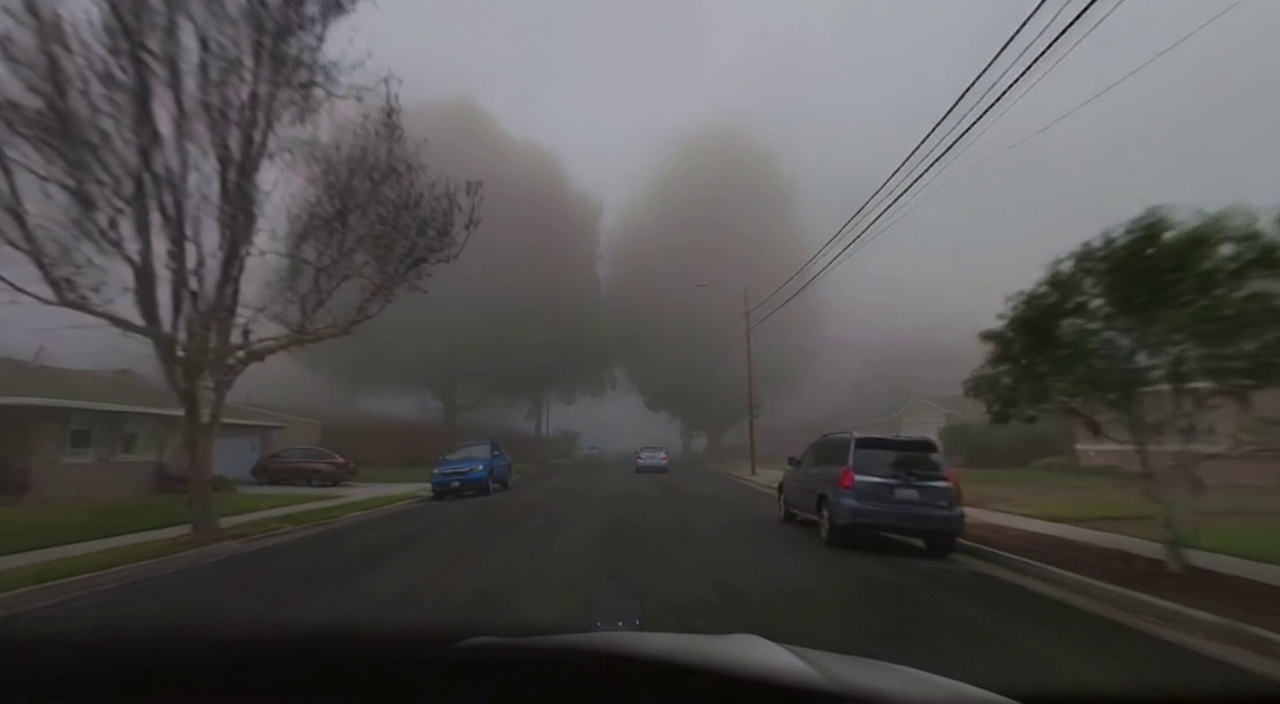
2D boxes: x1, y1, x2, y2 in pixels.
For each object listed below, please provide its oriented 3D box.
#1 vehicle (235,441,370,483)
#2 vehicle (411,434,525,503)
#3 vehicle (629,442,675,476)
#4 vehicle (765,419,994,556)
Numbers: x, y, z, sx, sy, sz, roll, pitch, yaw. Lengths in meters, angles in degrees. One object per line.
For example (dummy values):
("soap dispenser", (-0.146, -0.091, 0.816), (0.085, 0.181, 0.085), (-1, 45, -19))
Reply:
("vehicle", (-12.934, 4.210, 24.381), (4.129, 1.523, 1.839), (0, -9, 2))
("vehicle", (-5.205, 3.554, 19.868), (2.126, 1.816, 4.796), (-3, -8, 1))
("vehicle", (0.548, 4.961, 29.511), (2.000, 1.449, 4.006), (0, -9, 0))
("vehicle", (3.419, 2.016, 10.109), (1.978, 1.690, 4.306), (0, -9, 0))
